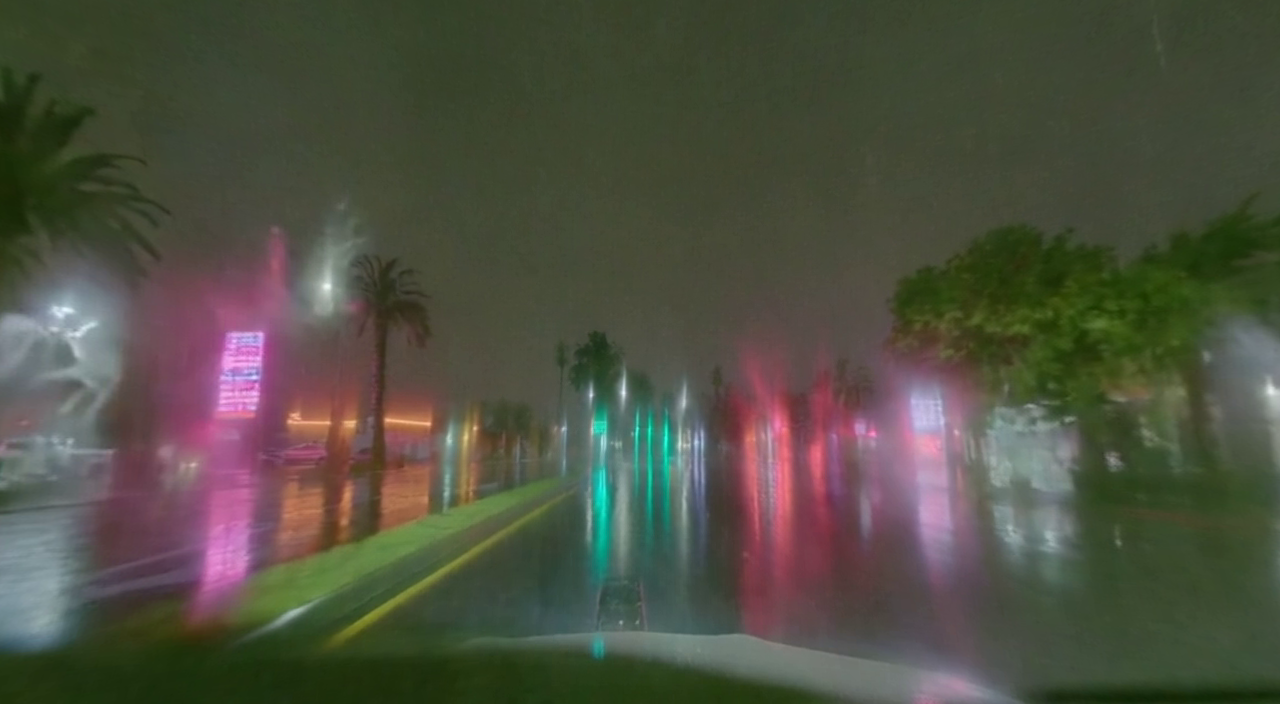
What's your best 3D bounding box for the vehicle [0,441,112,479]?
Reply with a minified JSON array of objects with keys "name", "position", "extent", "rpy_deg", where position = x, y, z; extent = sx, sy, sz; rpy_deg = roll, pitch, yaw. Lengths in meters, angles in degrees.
[{"name":"vehicle","position":[-31.816,5.751,33.777],"extent":[5.196,1.936,2.247],"rpy_deg":[-1,-9,3]}]
